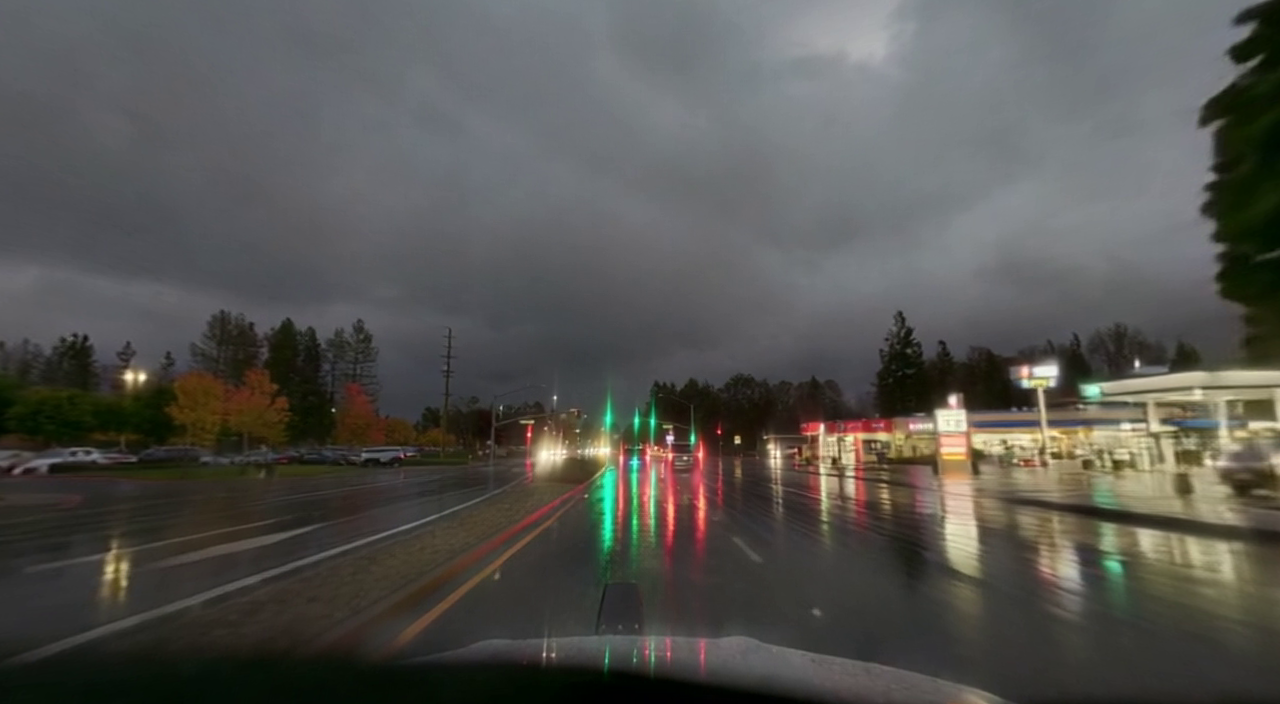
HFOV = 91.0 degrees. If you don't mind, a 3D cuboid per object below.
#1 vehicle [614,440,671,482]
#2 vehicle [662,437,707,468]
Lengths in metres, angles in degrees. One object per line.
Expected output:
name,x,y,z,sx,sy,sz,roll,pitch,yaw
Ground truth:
vehicle,0.072,4.413,25.734,2.145,1.572,4.021,0,-9,-1
vehicle,3.122,7.291,45.784,2.731,2.101,6.047,0,-9,-1
